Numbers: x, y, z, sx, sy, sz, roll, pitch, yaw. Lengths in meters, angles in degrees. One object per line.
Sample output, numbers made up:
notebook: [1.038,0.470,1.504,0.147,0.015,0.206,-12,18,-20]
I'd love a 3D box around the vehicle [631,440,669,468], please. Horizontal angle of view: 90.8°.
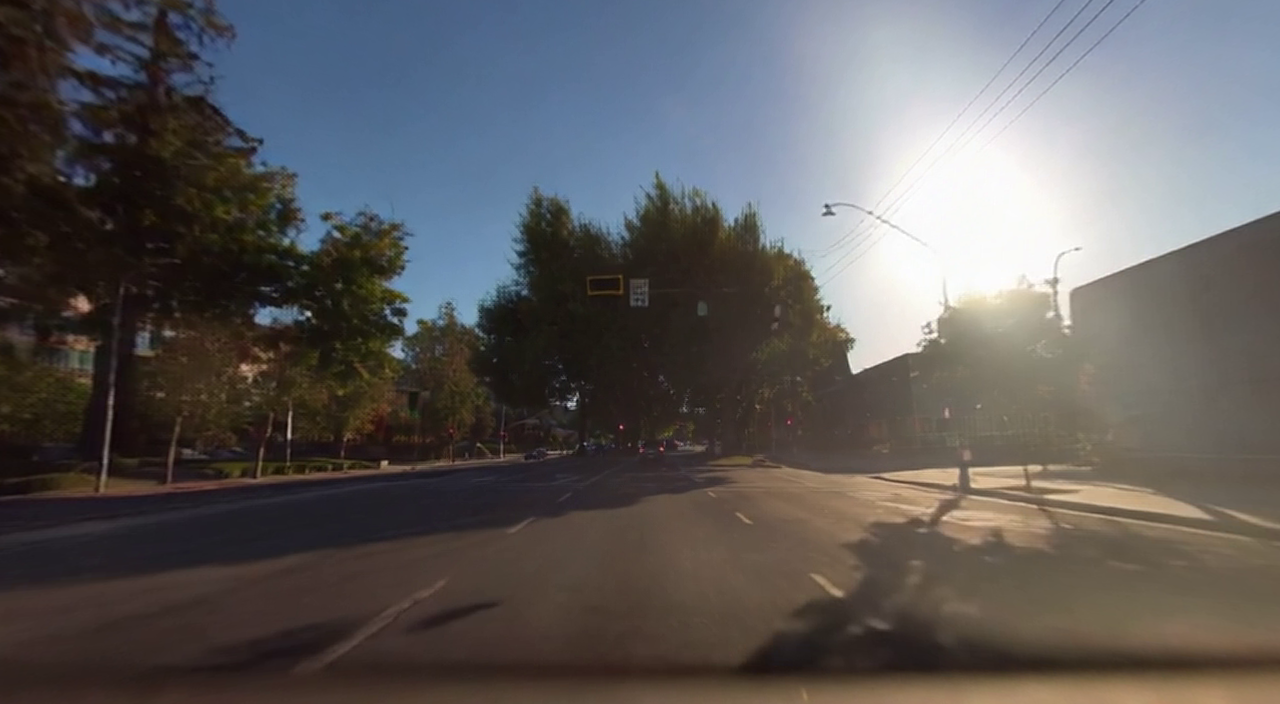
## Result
vehicle: [0.640,5.972,37.048,2.037,1.568,3.693,-1,-9,4]
